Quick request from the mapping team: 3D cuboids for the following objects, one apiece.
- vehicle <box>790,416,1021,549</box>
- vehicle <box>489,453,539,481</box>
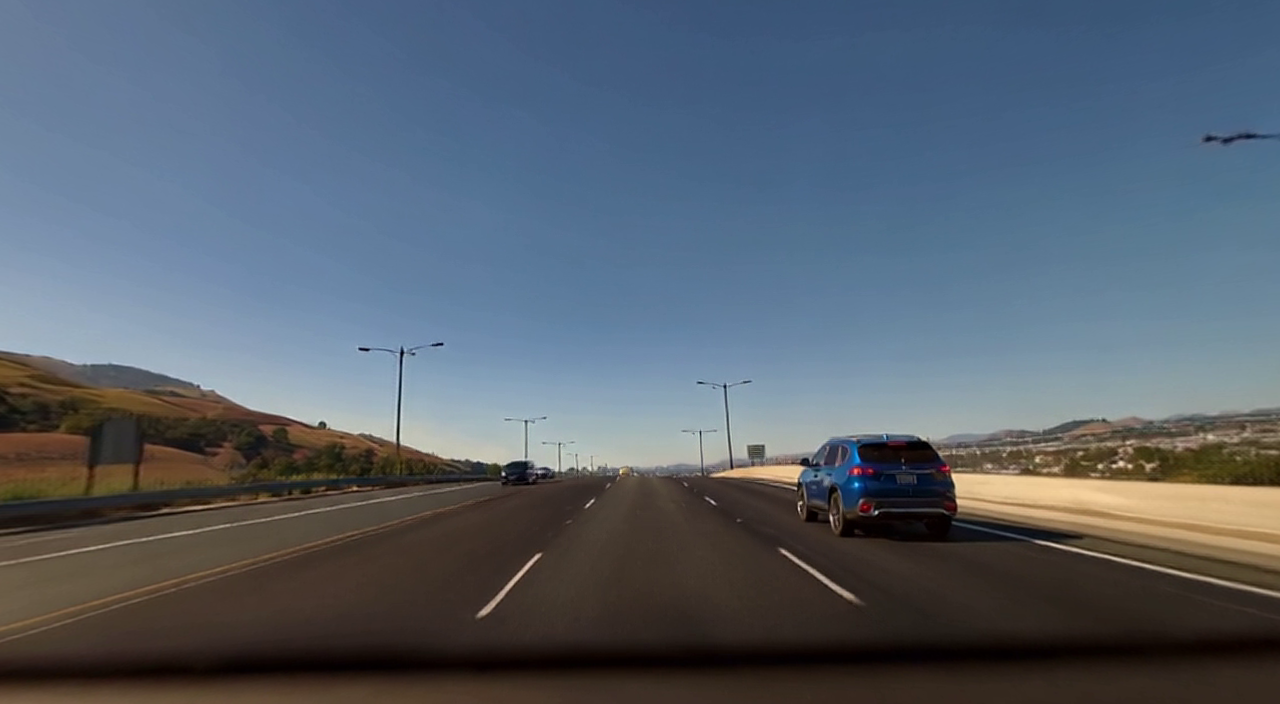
[{"bbox_3d":[4.028,2.056,10.545,1.989,1.730,4.324,-1,-9,1],"label":"vehicle"},{"bbox_3d":[-9.842,9.039,49.893,2.597,2.034,6.006,-1,-9,1],"label":"vehicle"}]
